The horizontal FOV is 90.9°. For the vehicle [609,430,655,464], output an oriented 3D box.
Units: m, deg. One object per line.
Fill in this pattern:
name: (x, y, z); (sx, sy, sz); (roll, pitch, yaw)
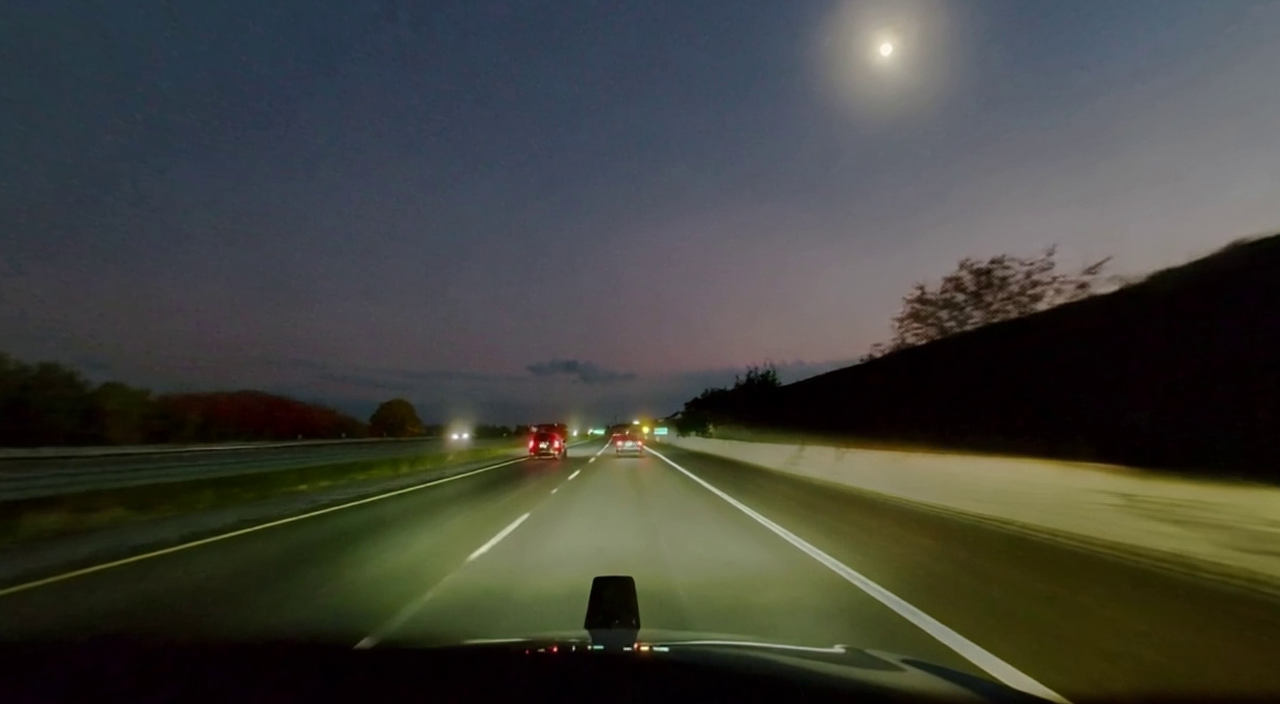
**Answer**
vehicle: (-0.463, 4.779, 31.906); (2.162, 1.616, 4.242); (0, -8, -2)

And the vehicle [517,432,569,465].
vehicle: (-4.676, 4.731, 31.061); (1.975, 1.518, 4.242); (0, -8, -1)
